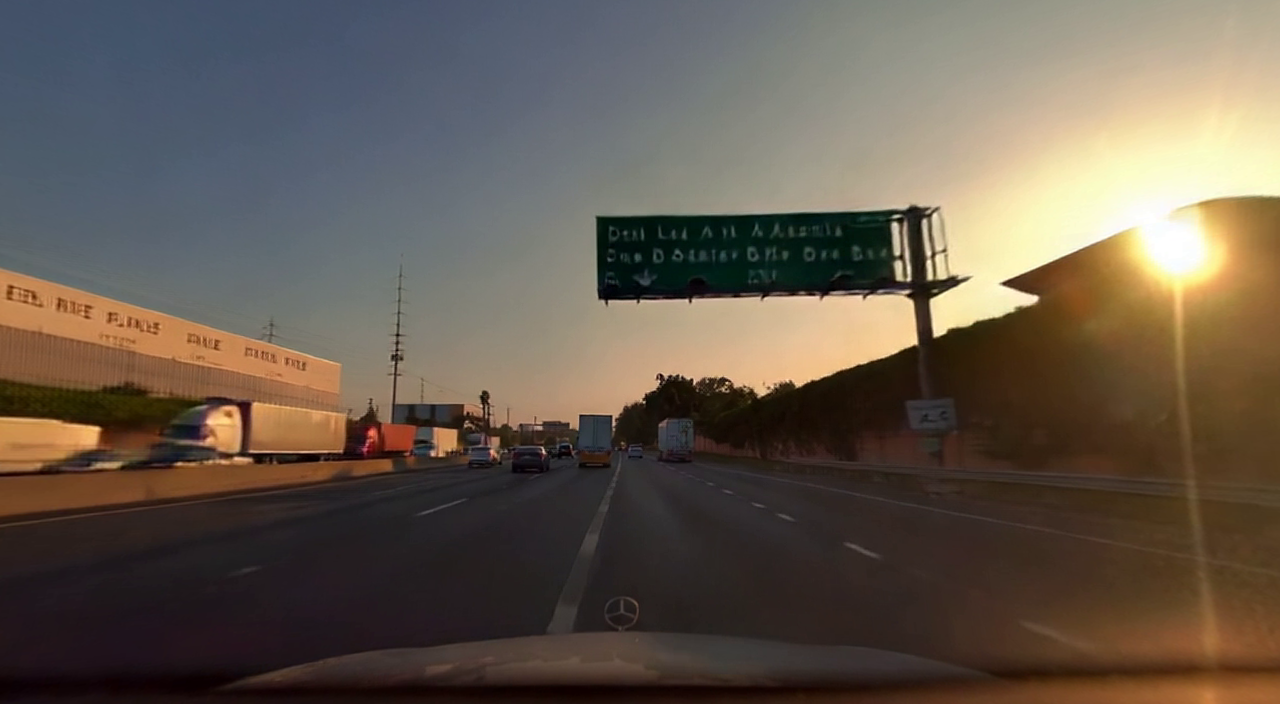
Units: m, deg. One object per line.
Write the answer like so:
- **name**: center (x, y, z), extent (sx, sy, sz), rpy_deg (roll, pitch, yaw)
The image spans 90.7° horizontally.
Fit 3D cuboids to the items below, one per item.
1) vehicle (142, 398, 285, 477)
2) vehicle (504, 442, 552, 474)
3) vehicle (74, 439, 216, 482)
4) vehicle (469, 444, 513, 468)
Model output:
- **vehicle**: center (-22.847, 4.699, 34.521), extent (2.995, 3.817, 6.961), rpy_deg (0, -9, -2)
- **vehicle**: center (-6.228, 5.960, 35.736), extent (2.132, 1.679, 4.045), rpy_deg (0, -9, -2)
- **vehicle**: center (-18.897, 4.161, 24.488), extent (1.928, 1.475, 4.536), rpy_deg (0, -9, -2)
- **vehicle**: center (-11.031, 7.726, 47.179), extent (2.129, 1.717, 4.593), rpy_deg (0, -9, 0)
